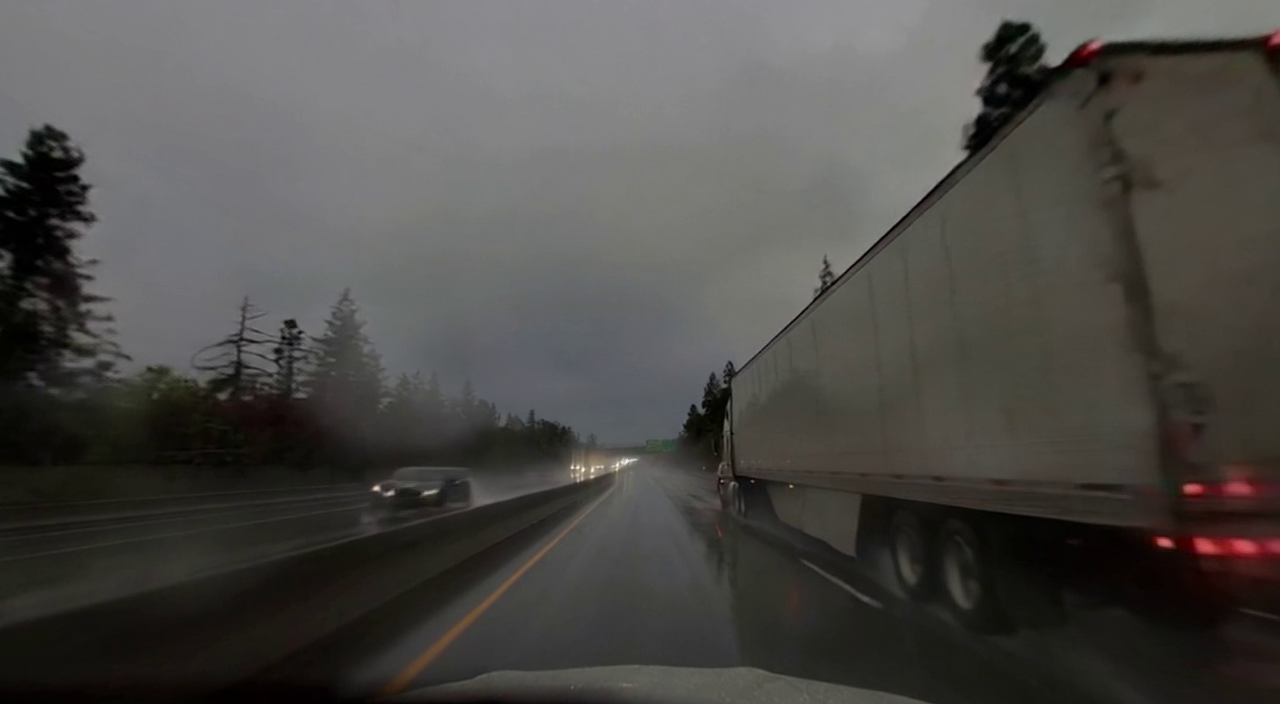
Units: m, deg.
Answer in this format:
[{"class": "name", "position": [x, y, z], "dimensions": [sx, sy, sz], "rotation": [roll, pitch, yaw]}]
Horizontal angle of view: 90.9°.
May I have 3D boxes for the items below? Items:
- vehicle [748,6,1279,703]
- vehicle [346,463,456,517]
[{"class": "vehicle", "position": [4.618, 1.160, 9.986], "dimensions": [3.204, 4.102, 13.306], "rotation": [1, -10, -1]}, {"class": "vehicle", "position": [-7.301, 4.253, 19.775], "dimensions": [1.805, 1.474, 4.168], "rotation": [1, -10, 0]}]
